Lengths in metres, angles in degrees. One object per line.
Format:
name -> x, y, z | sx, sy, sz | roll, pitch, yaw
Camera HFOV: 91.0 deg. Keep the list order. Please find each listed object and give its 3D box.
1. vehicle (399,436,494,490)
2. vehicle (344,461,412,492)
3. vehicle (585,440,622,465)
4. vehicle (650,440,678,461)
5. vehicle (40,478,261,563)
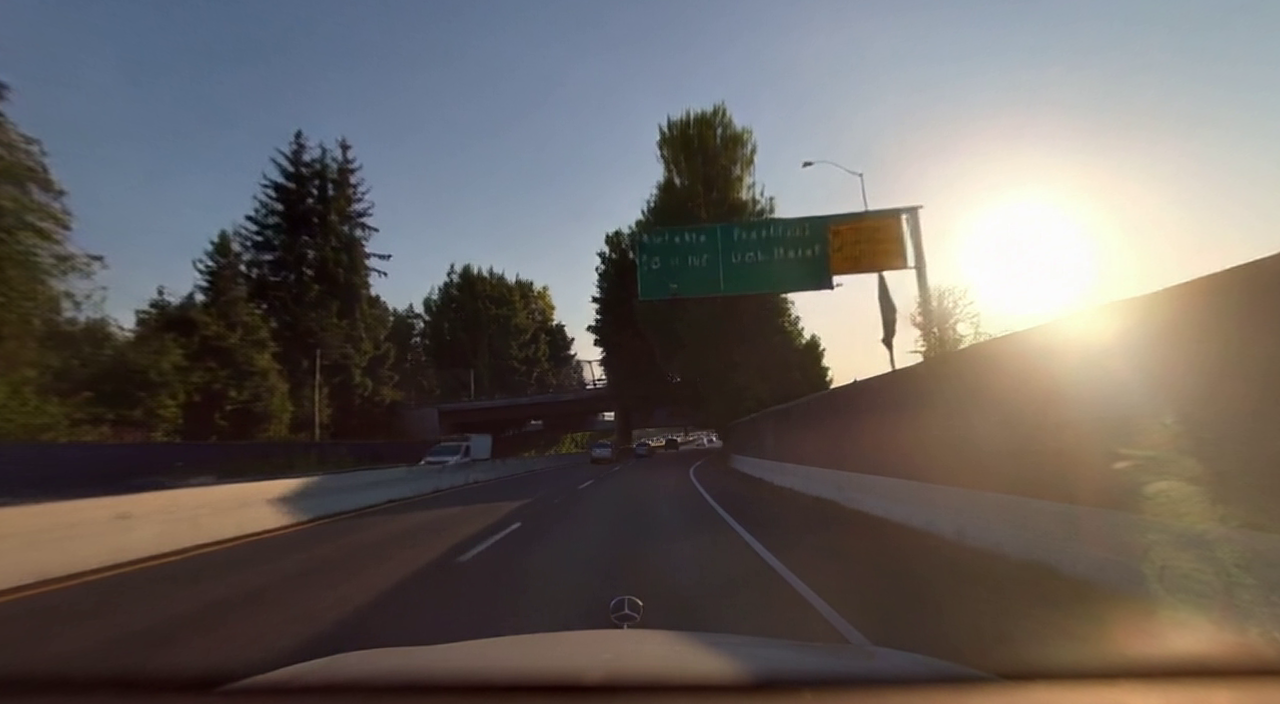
vehicle -> -10.237, 5.902, 34.163 | 2.476, 2.598, 7.227 | -1, -8, 3
vehicle -> -13.994, 6.649, 33.911 | 1.697, 1.453, 4.268 | 0, -8, 3
vehicle -> -2.333, 6.548, 41.111 | 1.985, 1.518, 3.847 | -1, -8, 4
vehicle -> 1.895, 7.599, 48.462 | 2.077, 1.533, 3.854 | -1, -8, 4
vehicle -> -10.856, 3.716, 14.418 | 1.793, 1.414, 4.022 | 0, -8, 1
